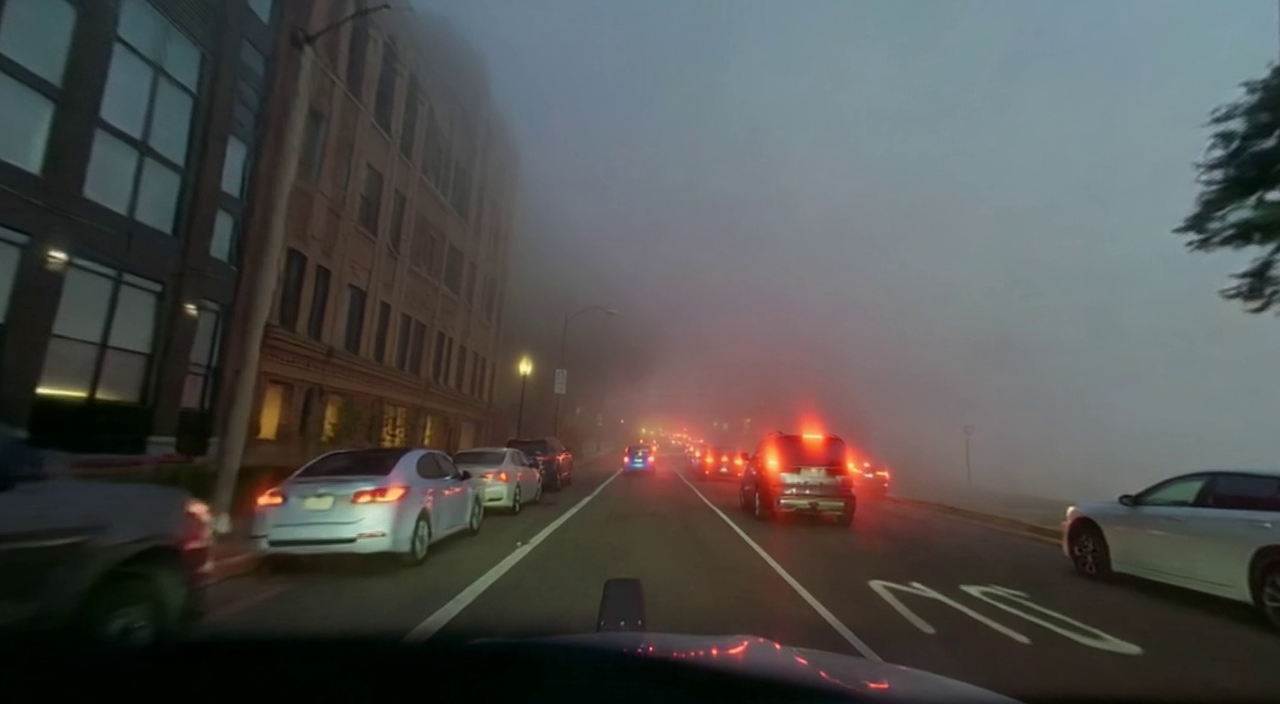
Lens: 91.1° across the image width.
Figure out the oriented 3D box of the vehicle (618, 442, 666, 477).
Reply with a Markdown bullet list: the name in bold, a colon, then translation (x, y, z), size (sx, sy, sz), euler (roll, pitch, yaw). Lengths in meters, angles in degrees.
- **vehicle**: translation (0.112, 4.833, 28.544), size (2.007, 1.460, 3.923), euler (0, -8, 1)

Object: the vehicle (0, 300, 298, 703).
- **vehicle**: translation (-3.413, 0.613, 1.477), size (2.142, 1.832, 5.373), euler (0, -8, 0)

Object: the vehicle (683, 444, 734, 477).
- **vehicle**: translation (3.288, 5.313, 30.963), size (1.966, 1.475, 4.528), euler (0, -8, -1)

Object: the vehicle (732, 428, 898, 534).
- **vehicle**: translation (3.194, 2.452, 12.569), size (2.002, 1.707, 4.547), euler (0, -8, 0)

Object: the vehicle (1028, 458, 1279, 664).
- **vehicle**: translation (6.302, 1.973, 6.536), size (1.913, 1.624, 4.116), euler (0, -8, 1)

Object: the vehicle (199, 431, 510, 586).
- **vehicle**: translation (-3.233, 1.838, 8.320), size (1.863, 1.466, 4.416), euler (0, -8, 3)
